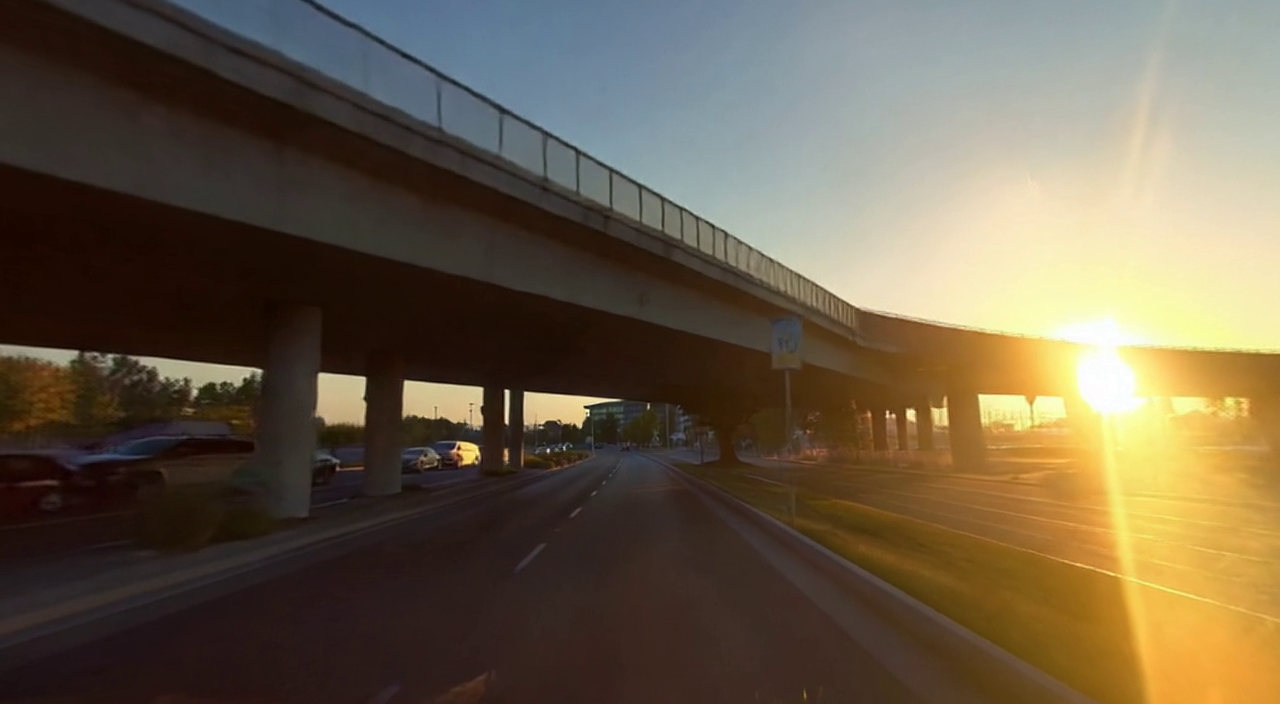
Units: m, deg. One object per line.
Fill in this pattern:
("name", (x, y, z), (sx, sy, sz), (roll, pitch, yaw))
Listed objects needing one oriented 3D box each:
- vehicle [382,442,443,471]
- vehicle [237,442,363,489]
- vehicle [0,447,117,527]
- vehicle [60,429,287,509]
("vehicle", (-12.881, 5.916, 36.065), (1.907, 1.553, 4.683), (0, -8, -2))
("vehicle", (-12.864, 4.278, 24.358), (2.074, 1.529, 5.079), (1, -8, -1))
("vehicle", (-13.215, 2.601, 12.188), (2.156, 1.489, 4.758), (0, -8, 0))
("vehicle", (-12.860, 3.227, 18.094), (2.064, 1.809, 5.545), (3, -8, 2))
